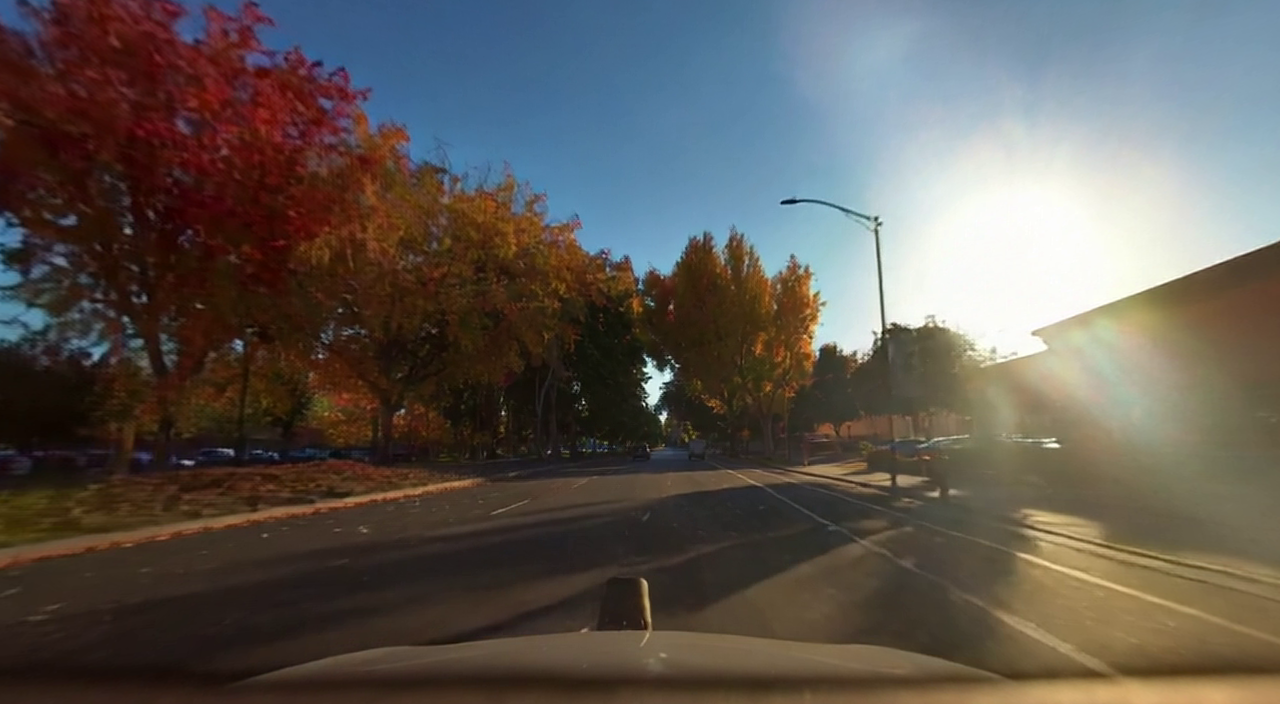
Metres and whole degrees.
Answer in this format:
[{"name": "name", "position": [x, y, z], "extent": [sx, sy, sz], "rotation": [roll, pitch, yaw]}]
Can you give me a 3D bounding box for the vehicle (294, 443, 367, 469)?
[{"name": "vehicle", "position": [-23.056, 7.765, 47.300], "extent": [2.162, 1.818, 5.758], "rotation": [-1, -9, 4]}]
